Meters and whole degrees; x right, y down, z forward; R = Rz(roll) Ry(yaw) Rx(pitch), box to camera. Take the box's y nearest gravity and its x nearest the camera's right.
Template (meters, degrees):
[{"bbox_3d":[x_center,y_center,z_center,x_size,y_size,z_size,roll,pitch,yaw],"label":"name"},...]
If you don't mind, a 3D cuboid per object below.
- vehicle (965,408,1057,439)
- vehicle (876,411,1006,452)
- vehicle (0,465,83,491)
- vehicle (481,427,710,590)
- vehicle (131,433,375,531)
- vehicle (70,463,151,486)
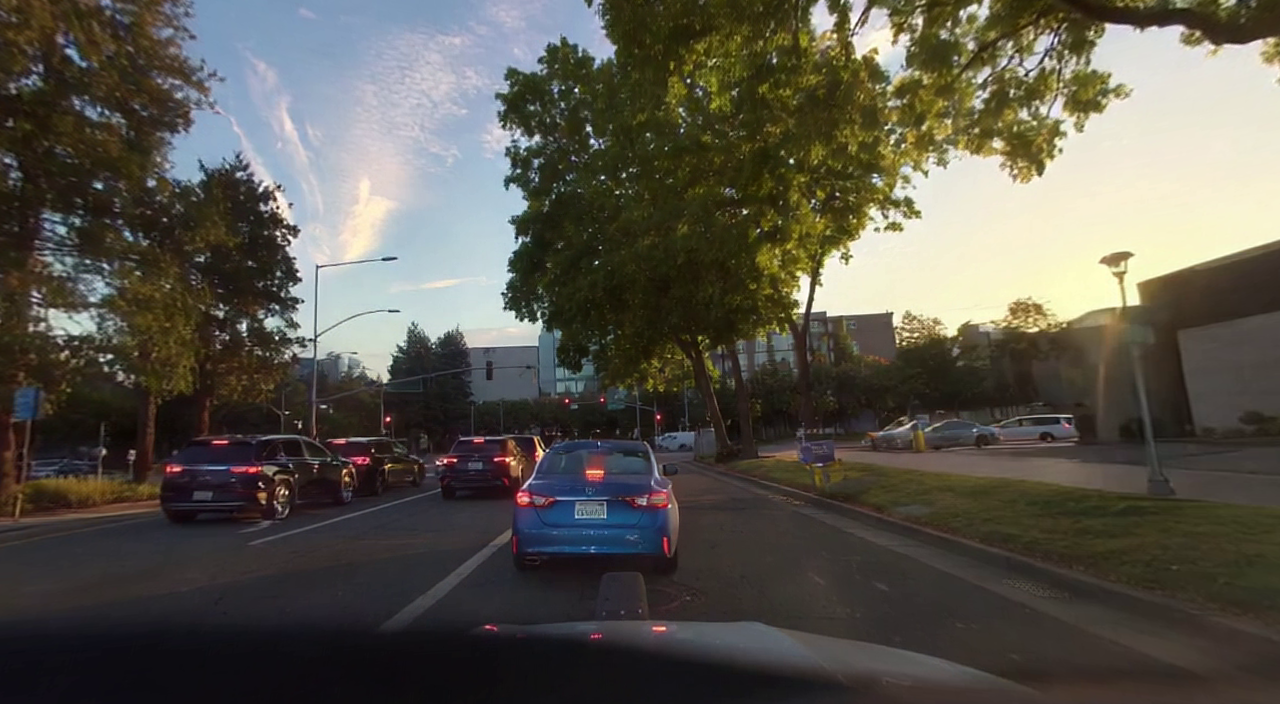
[{"bbox_3d":[26.583,5.151,45.358,5.333,1.880,2.130,-8,-10,35],"label":"vehicle"},{"bbox_3d":[13.921,3.738,29.438,4.975,1.809,1.956,0,-9,1],"label":"vehicle"},{"bbox_3d":[-36.626,7.602,38.170,4.093,1.440,1.804,0,-9,-1],"label":"vehicle"},{"bbox_3d":[-0.410,1.744,7.849,2.104,1.472,3.946,0,-9,0],"label":"vehicle"},{"bbox_3d":[-7.270,2.463,12.560,2.096,1.593,4.288,0,-9,0],"label":"vehicle"},{"bbox_3d":[-36.383,8.414,43.488,3.918,1.423,1.861,0,-9,1],"label":"vehicle"}]
